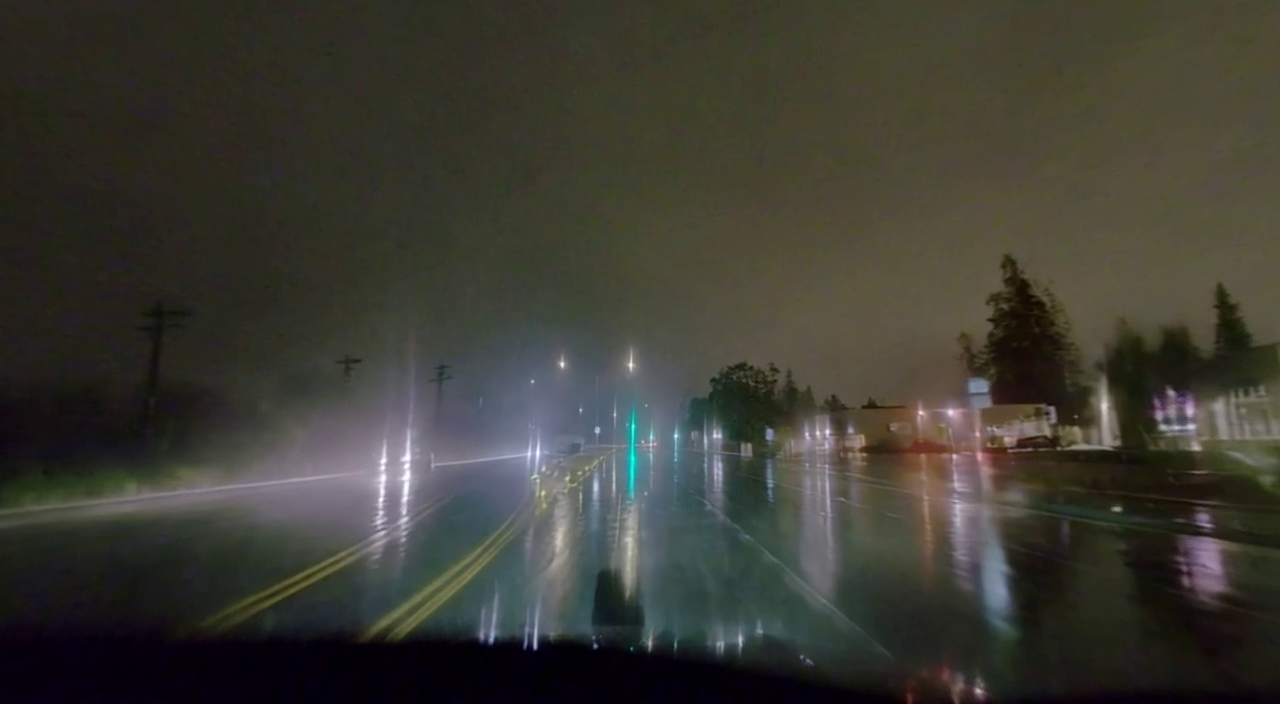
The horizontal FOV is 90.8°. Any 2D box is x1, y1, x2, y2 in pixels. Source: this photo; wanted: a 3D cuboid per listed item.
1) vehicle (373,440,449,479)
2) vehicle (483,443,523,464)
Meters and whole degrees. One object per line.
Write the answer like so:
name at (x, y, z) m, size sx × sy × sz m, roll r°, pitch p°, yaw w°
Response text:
vehicle at (-10.688, 5.032, 29.863) m, size 1.923 × 1.702 × 4.387 m, roll 0°, pitch -8°, yaw 1°
vehicle at (-10.646, 7.910, 49.439) m, size 1.916 × 1.593 × 5.012 m, roll 0°, pitch -8°, yaw 0°
